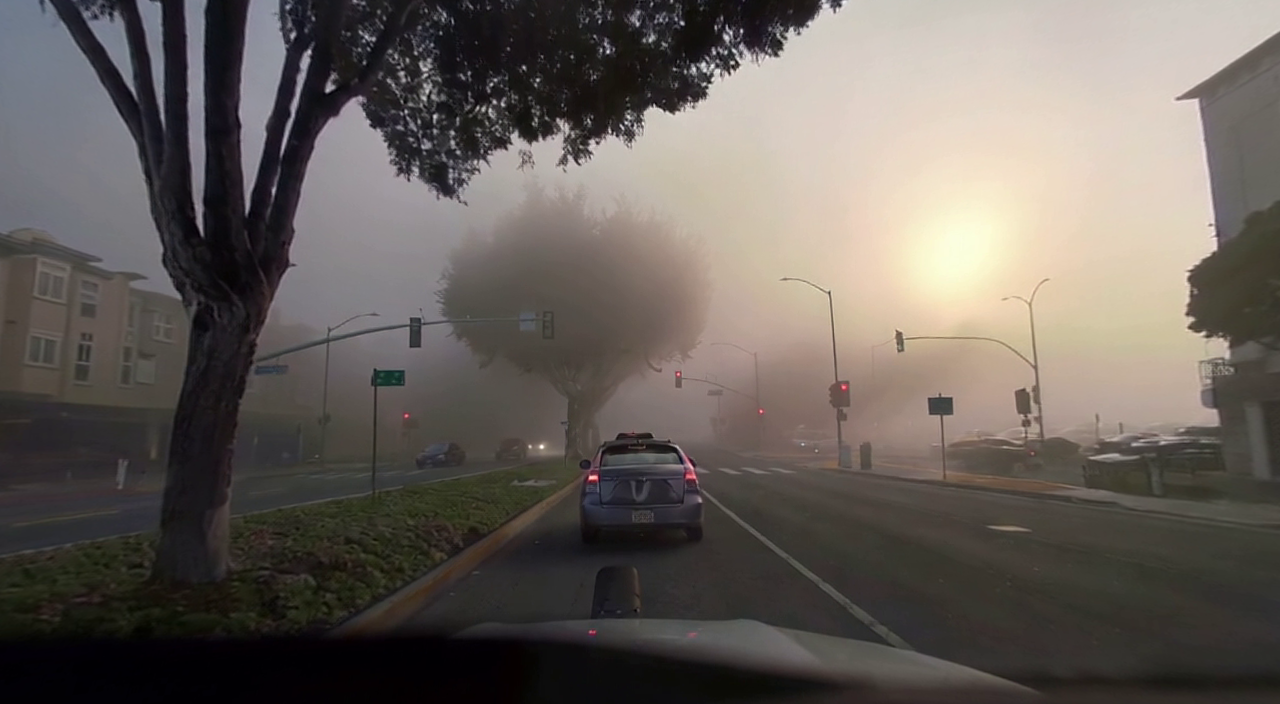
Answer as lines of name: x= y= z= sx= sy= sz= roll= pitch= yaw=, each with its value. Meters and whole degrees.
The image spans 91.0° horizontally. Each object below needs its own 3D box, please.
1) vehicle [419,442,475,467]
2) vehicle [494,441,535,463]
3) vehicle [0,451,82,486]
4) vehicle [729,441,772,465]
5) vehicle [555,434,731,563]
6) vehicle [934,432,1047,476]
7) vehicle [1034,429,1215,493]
vehicle: x=-12.219 y=6.522 z=40.058 sx=2.125 sy=1.495 sz=4.308 roll=0 pitch=-9 yaw=1
vehicle: x=-8.817 y=7.045 z=44.505 sx=1.994 sy=1.474 sz=4.411 roll=0 pitch=-9 yaw=0
vehicle: x=-27.356 y=5.069 z=27.564 sx=1.773 sy=1.438 sz=4.268 roll=0 pitch=-9 yaw=2
vehicle: x=6.993 y=6.448 z=40.336 sx=1.932 sy=1.439 sz=4.159 roll=0 pitch=-9 yaw=-1
vehicle: x=-0.072 y=1.988 z=9.311 sx=2.010 sy=1.447 sz=4.121 roll=0 pitch=-9 yaw=-3
vehicle: x=13.076 y=3.823 z=23.808 sx=1.887 sy=1.504 sz=3.898 roll=0 pitch=-9 yaw=-2
vehicle: x=13.074 y=2.962 z=17.370 sx=1.859 sy=1.525 sz=3.948 roll=0 pitch=-9 yaw=1
